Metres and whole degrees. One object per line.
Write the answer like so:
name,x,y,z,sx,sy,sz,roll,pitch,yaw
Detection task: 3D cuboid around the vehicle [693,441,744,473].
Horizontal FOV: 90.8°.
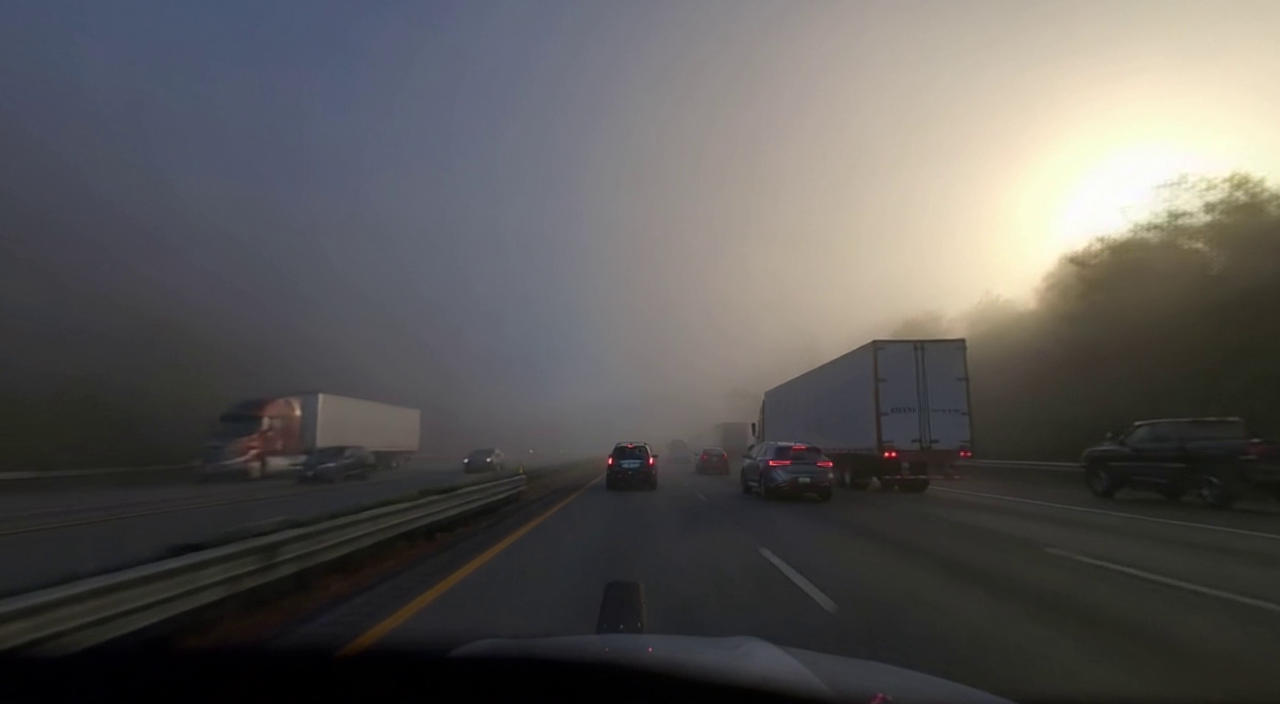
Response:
vehicle,4.148,5.648,34.069,2.150,1.632,4.260,0,-9,0

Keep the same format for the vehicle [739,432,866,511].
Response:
vehicle,3.645,2.751,14.902,1.920,1.594,3.867,0,-9,0

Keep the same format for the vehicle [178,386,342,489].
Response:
vehicle,-15.923,3.719,27.125,2.934,3.853,6.135,0,-9,1

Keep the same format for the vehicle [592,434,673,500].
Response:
vehicle,-0.173,3.158,17.621,2.023,1.618,3.628,0,-9,1

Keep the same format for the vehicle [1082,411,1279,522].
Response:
vehicle,11.834,2.297,13.031,1.966,1.870,4.734,0,-9,1

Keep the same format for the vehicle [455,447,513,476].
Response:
vehicle,-8.302,5.877,33.963,2.043,1.455,3.840,0,-9,1

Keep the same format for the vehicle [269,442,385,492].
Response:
vehicle,-11.866,4.359,24.331,2.044,1.706,4.619,0,-9,0

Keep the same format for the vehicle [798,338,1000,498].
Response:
vehicle,7.610,2.295,20.288,2.823,4.063,8.485,0,-9,0
